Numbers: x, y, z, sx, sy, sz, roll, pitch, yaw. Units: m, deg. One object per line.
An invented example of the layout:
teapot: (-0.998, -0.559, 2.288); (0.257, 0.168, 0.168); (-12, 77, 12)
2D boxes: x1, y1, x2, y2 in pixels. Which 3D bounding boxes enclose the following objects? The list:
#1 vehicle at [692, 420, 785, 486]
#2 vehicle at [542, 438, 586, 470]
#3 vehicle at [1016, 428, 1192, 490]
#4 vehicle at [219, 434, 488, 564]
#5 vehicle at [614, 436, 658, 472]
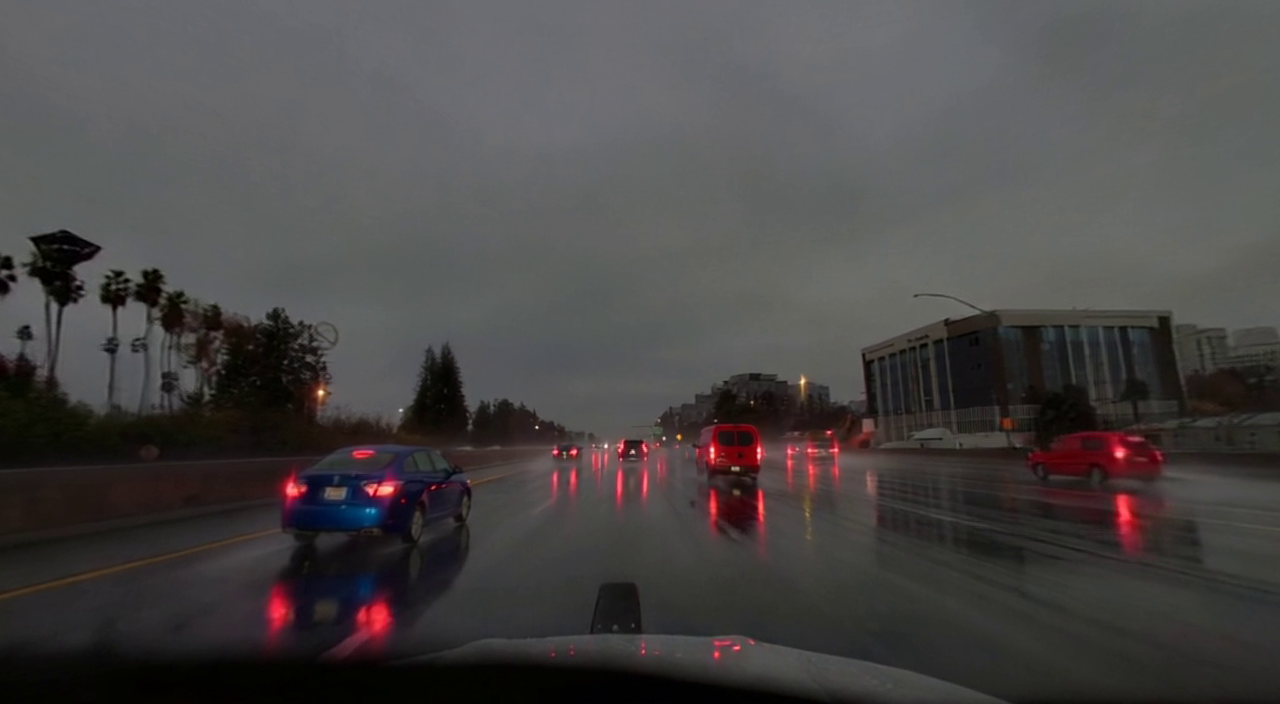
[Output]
vehicle: (3.374, 3.658, 22.981); (2.250, 2.074, 5.723); (0, -9, -2)
vehicle: (-4.514, 6.135, 38.096); (2.109, 1.793, 4.613); (0, -9, 0)
vehicle: (14.466, 3.379, 20.178); (2.010, 1.721, 4.871); (0, -9, 2)
vehicle: (-3.816, 2.015, 9.481); (1.991, 1.469, 4.381); (0, -9, 0)
vehicle: (-0.228, 5.475, 33.927); (2.212, 1.786, 4.198); (0, -9, -1)
